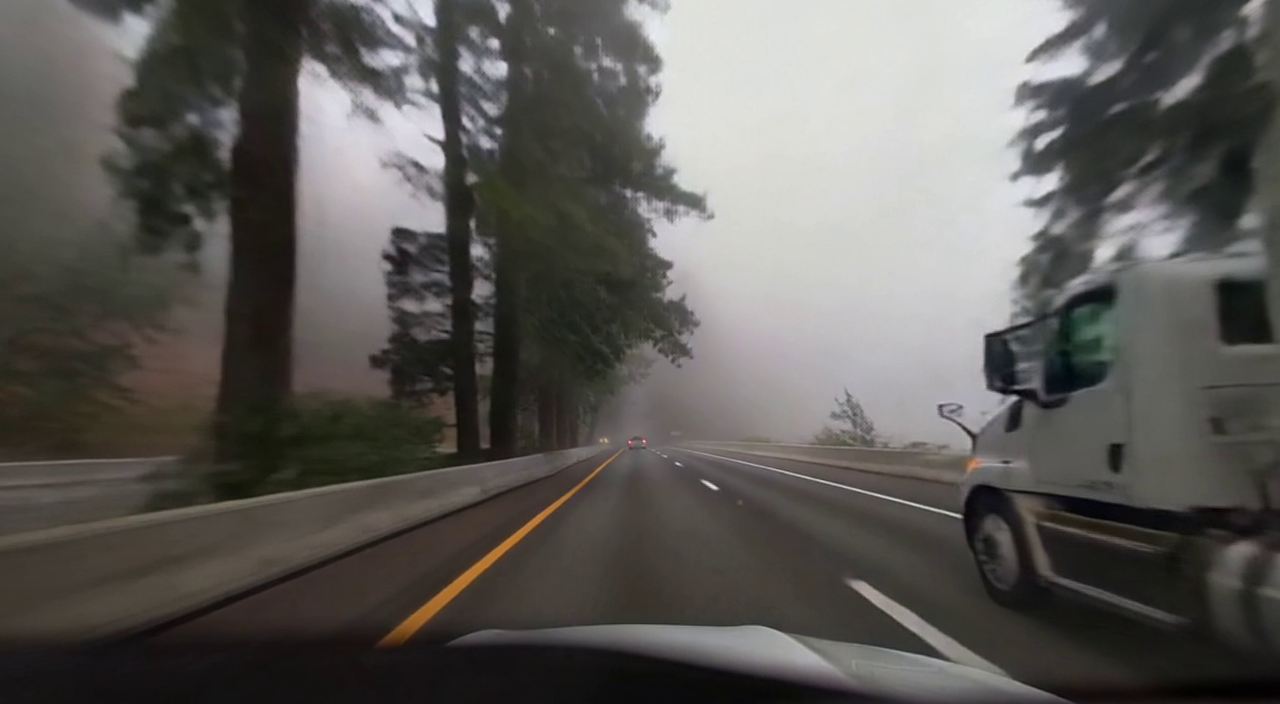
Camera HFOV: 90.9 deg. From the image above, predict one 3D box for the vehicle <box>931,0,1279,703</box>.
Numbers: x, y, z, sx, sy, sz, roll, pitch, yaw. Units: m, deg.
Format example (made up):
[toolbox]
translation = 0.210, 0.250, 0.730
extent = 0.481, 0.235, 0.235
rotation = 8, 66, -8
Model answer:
[vehicle]
translation = 4.168, -0.249, 1.120
extent = 3.013, 3.462, 8.956
rotation = 0, -8, 0
